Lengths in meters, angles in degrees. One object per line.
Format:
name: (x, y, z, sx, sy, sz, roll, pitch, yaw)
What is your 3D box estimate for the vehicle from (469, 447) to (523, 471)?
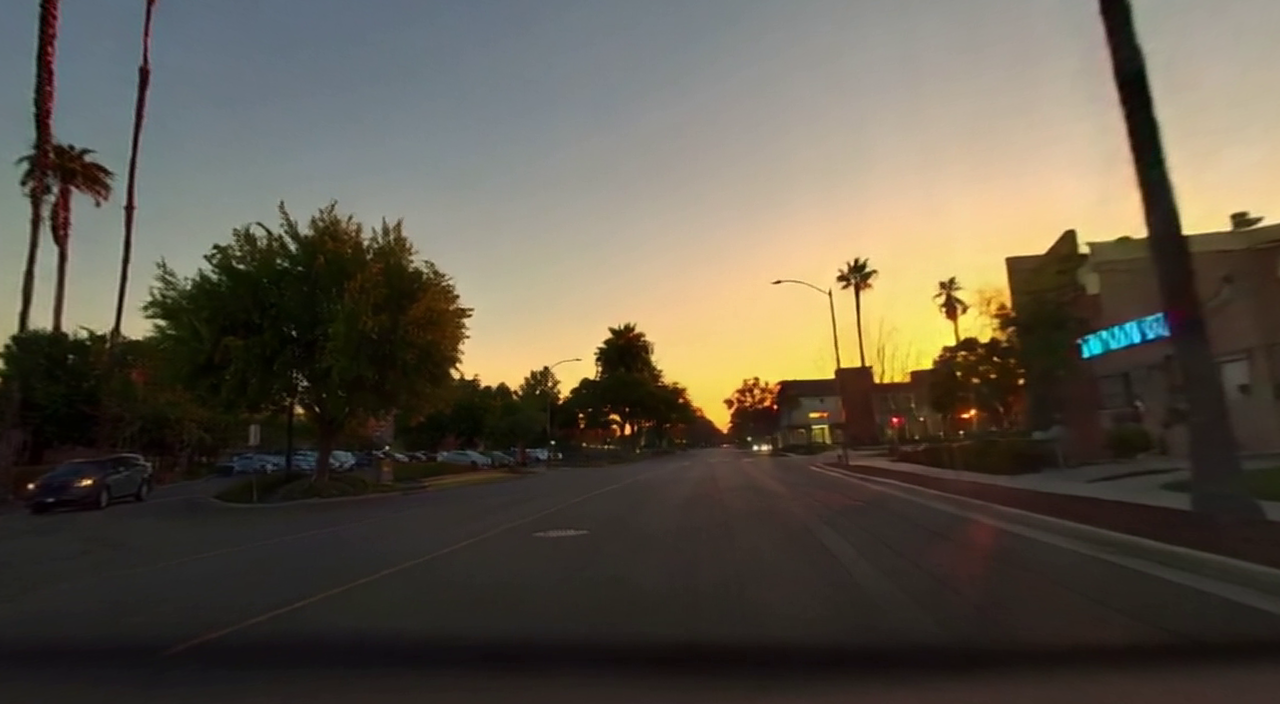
vehicle: (-11.019, 8.204, 48.422, 3.635, 1.521, 1.726, 3, -6, 4)

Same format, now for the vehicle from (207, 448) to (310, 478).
vehicle: (-23.814, 6.922, 39.539, 5.193, 1.830, 2.049, -1, -9, 4)

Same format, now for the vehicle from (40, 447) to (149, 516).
vehicle: (-16.971, 3.930, 19.868, 2.174, 1.863, 4.651, 7, -11, -38)
